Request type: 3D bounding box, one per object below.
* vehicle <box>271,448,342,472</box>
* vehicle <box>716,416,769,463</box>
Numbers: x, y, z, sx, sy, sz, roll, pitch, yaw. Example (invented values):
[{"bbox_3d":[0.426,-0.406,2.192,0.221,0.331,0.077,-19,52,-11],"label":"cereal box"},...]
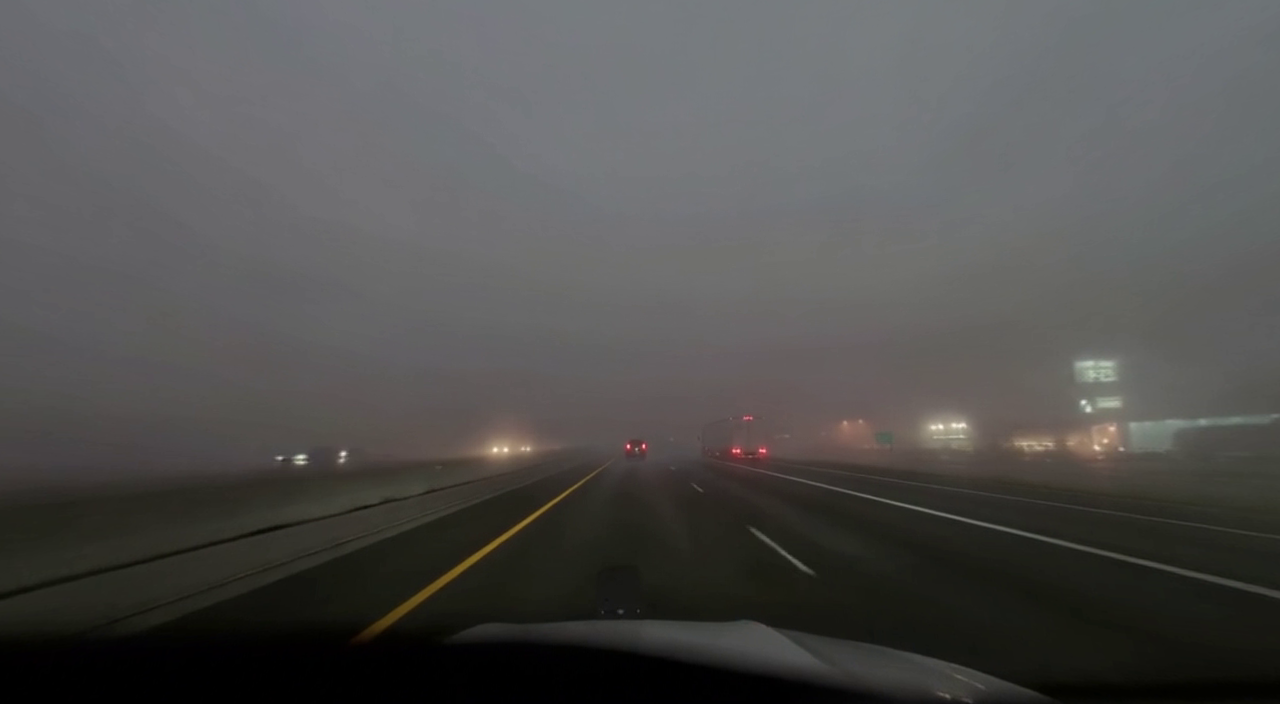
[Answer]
[{"bbox_3d":[-21.778,7.043,41.486,1.972,1.477,4.776,0,-8,1],"label":"vehicle"},{"bbox_3d":[7.595,6.646,47.729,2.793,3.204,7.997,0,-8,1],"label":"vehicle"}]
